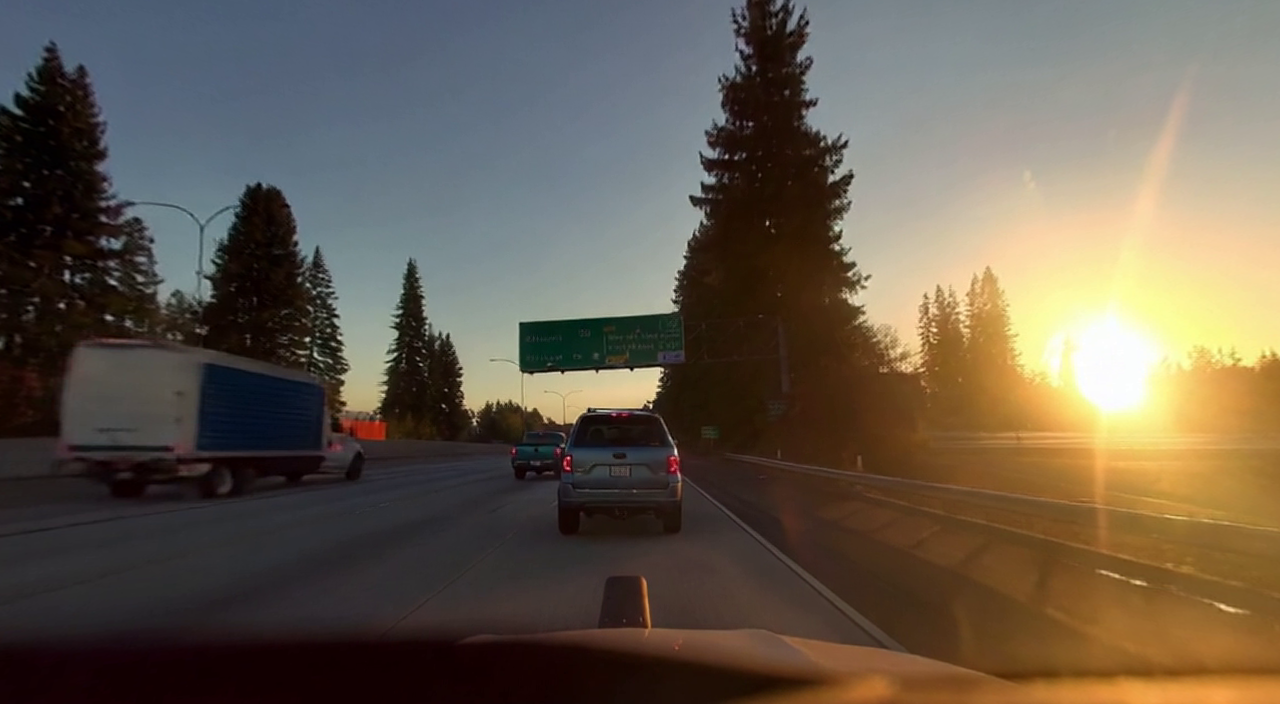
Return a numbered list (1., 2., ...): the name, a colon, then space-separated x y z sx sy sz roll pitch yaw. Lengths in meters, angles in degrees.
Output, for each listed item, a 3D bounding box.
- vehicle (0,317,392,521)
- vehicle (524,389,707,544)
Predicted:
1. vehicle: -10.958 2.060 17.410 3.347 3.686 12.113 0 -8 0
2. vehicle: -0.454 1.842 10.739 2.395 2.013 4.734 0 -8 -4
